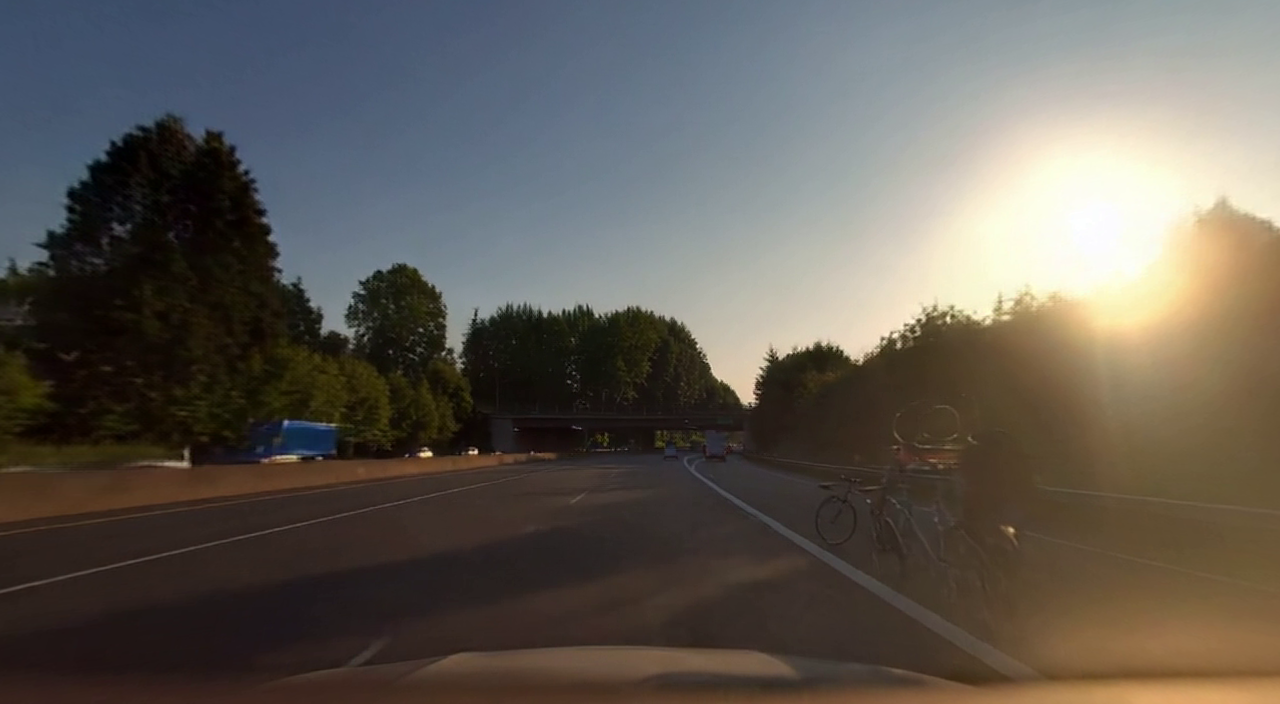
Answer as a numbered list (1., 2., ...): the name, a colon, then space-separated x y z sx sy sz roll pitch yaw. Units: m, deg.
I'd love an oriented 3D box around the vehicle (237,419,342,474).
1. vehicle: -25.319 6.920 46.093 3.046 3.634 7.542 0 -9 2
